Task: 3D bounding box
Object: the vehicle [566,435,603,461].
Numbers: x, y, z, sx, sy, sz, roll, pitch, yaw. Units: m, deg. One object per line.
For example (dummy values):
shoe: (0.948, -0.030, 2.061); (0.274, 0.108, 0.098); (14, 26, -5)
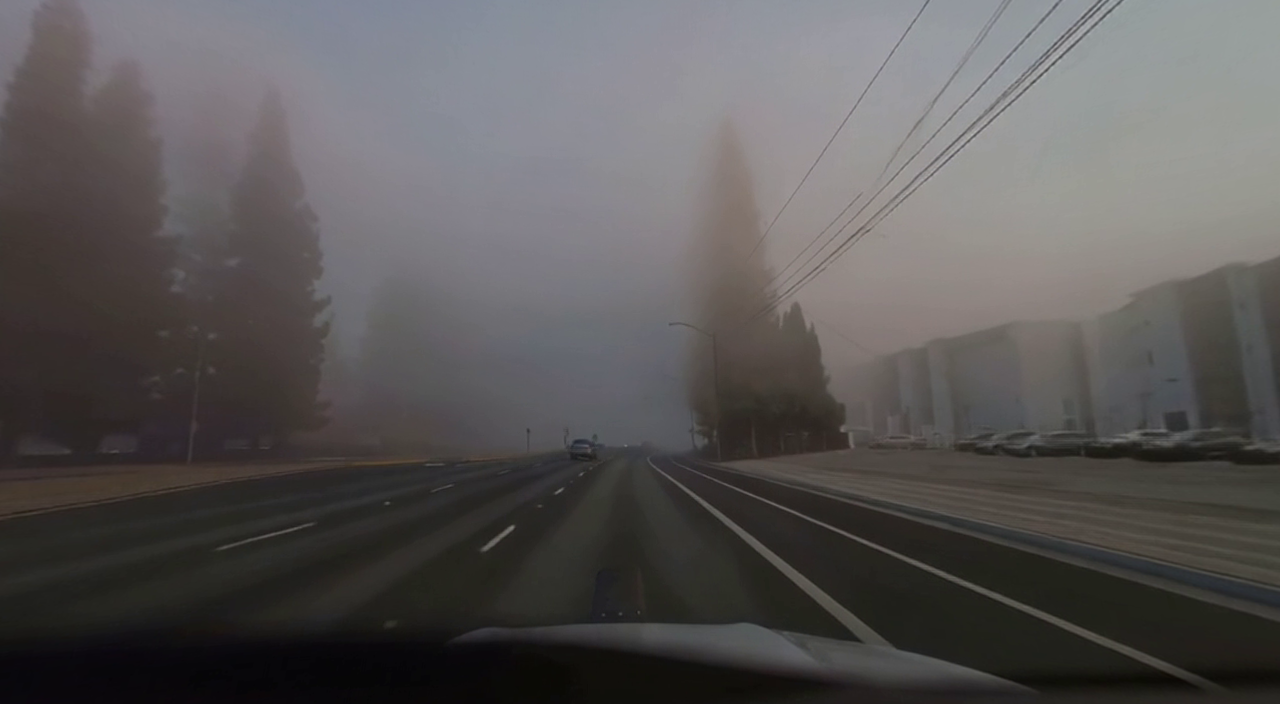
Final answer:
vehicle: (-3.692, 6.485, 42.815); (2.121, 1.654, 3.993); (0, -8, 0)
